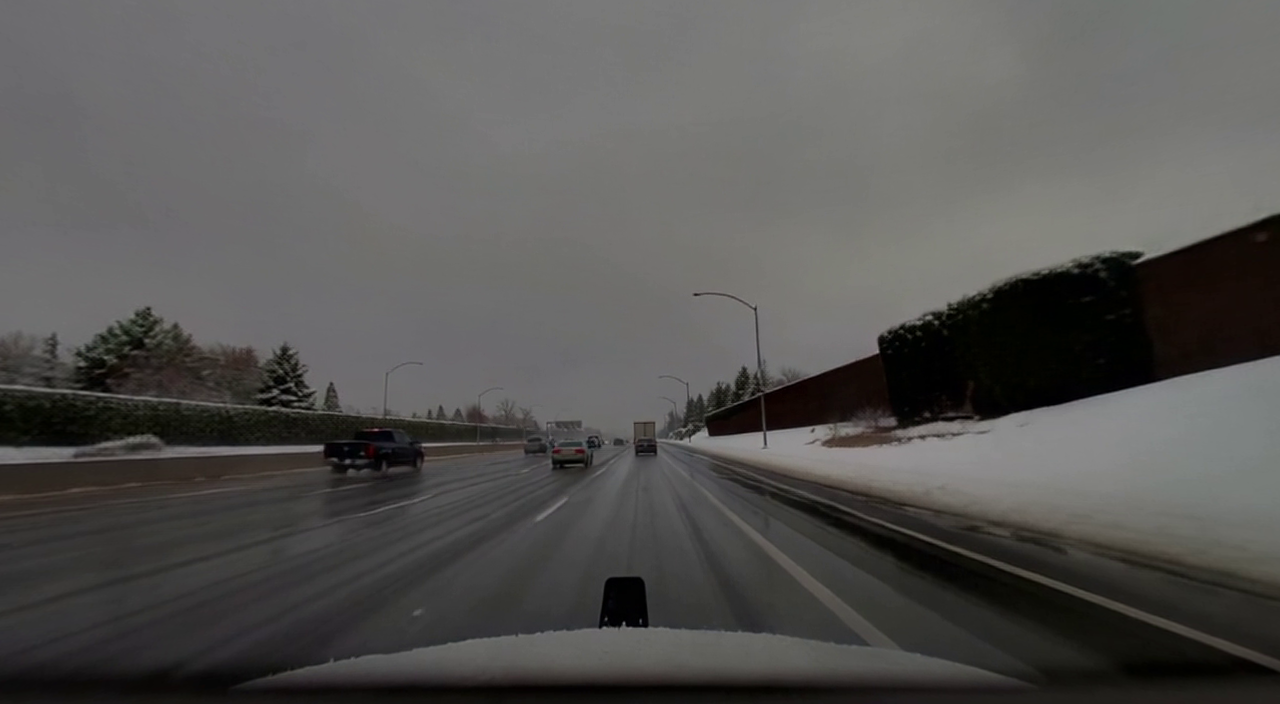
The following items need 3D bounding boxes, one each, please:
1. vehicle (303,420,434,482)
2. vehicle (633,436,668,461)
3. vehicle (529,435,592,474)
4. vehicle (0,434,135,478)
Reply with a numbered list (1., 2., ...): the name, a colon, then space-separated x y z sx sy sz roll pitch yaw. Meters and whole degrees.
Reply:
1. vehicle: -9.967 3.713 23.866 2.339 2.018 5.790 -1 -8 1
2. vehicle: 0.584 6.088 39.920 2.073 1.480 4.343 0 -8 0
3. vehicle: -3.222 4.261 26.396 2.056 1.480 4.022 -1 -8 1
4. vehicle: -19.089 3.466 21.206 1.425 1.349 3.238 -1 -8 1
